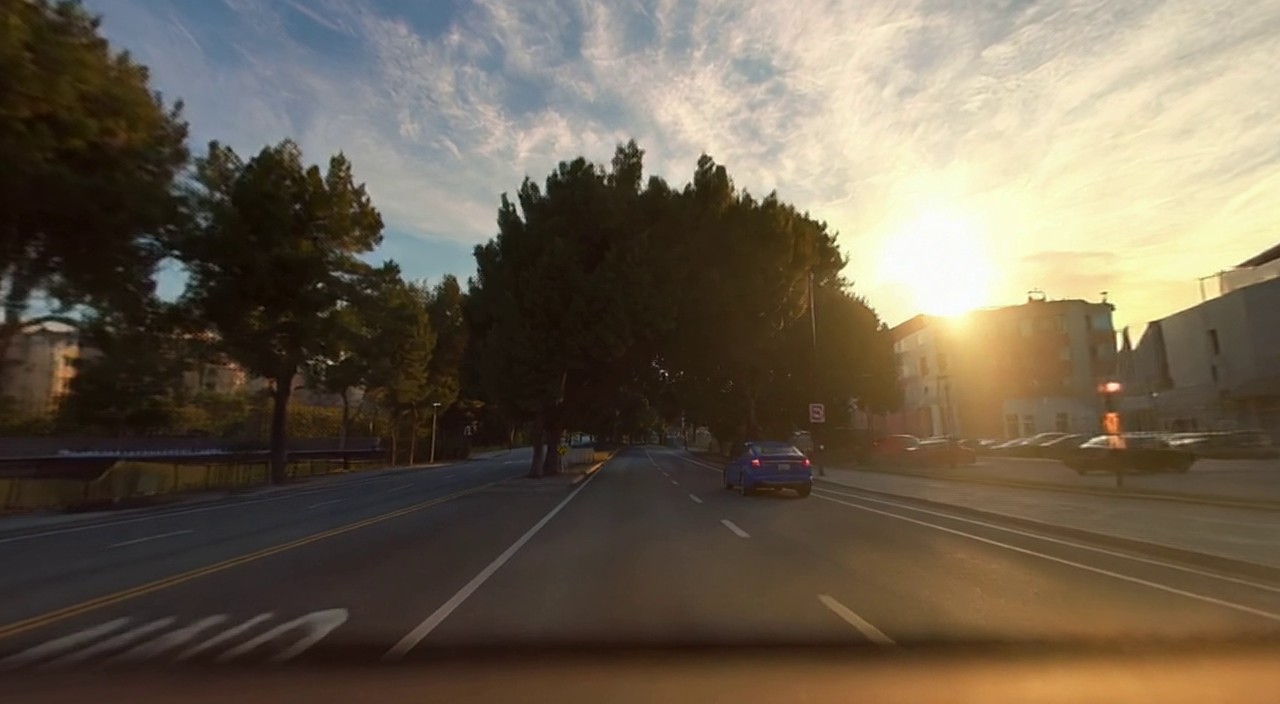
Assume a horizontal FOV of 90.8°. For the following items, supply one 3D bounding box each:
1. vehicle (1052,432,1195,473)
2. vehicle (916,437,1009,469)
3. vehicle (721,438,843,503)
[{"bbox_3d":[17.682,3.687,23.234,3.622,1.432,2.029,1,-8,-3],"label":"vehicle"},{"bbox_3d":[19.395,6.120,38.132,4.418,1.418,1.873,-5,-14,-2],"label":"vehicle"},{"bbox_3d":[3.610,3.083,16.990,2.114,1.493,4.430,0,-8,-2],"label":"vehicle"}]
